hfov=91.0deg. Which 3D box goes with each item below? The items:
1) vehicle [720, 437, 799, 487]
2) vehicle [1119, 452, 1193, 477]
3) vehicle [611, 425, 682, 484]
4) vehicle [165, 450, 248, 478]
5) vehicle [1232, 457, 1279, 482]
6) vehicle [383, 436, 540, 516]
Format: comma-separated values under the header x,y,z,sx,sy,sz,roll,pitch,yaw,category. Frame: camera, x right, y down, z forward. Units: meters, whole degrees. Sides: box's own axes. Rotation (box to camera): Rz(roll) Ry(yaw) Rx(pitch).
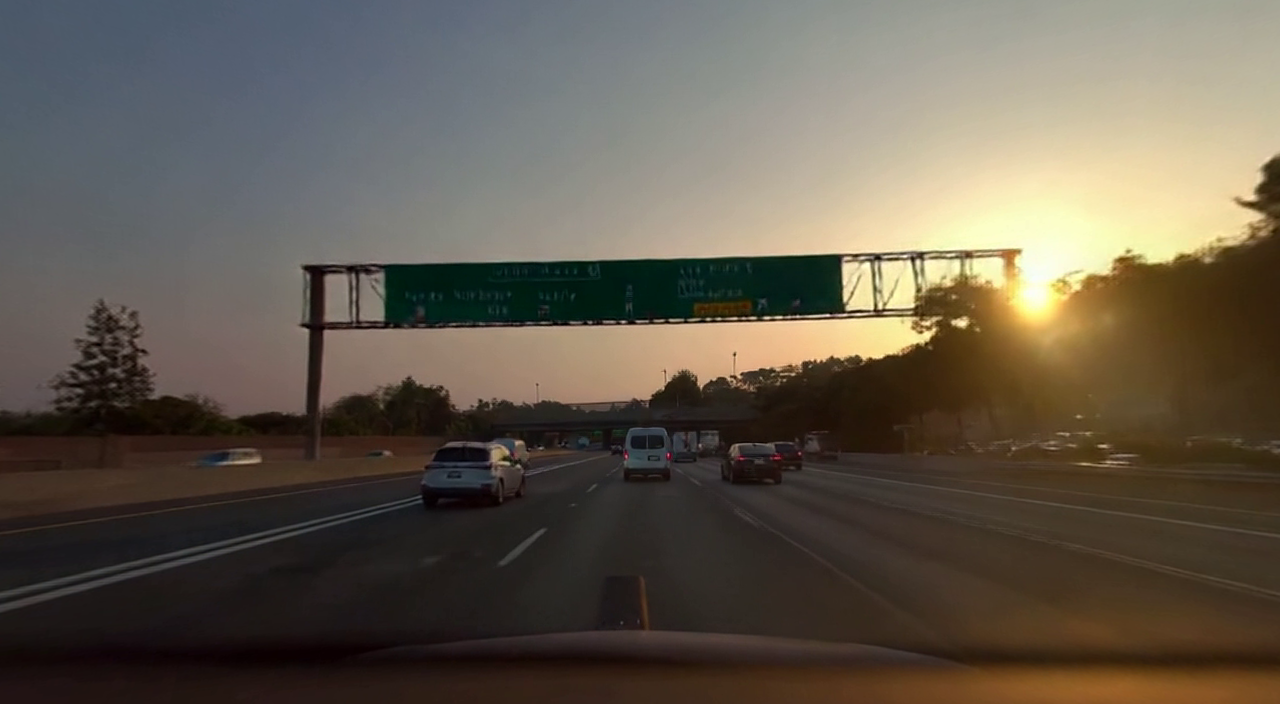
x,y,z,sx,sy,sz,roll,pitch,yaw,category
4.366,4.077,23.749,2.146,1.678,4.489,0,-9,1,vehicle
40.091,8.722,48.995,3.747,1.473,2.058,-7,-8,10,vehicle
0.243,4.003,24.726,2.509,2.062,4.639,0,-9,0,vehicle
-26.974,6.937,39.412,1.860,1.613,4.563,0,-9,1,vehicle
38.468,7.047,37.936,3.634,1.431,1.740,-1,-9,7,vehicle
-3.861,2.782,14.711,2.173,1.542,4.781,0,-9,1,vehicle
